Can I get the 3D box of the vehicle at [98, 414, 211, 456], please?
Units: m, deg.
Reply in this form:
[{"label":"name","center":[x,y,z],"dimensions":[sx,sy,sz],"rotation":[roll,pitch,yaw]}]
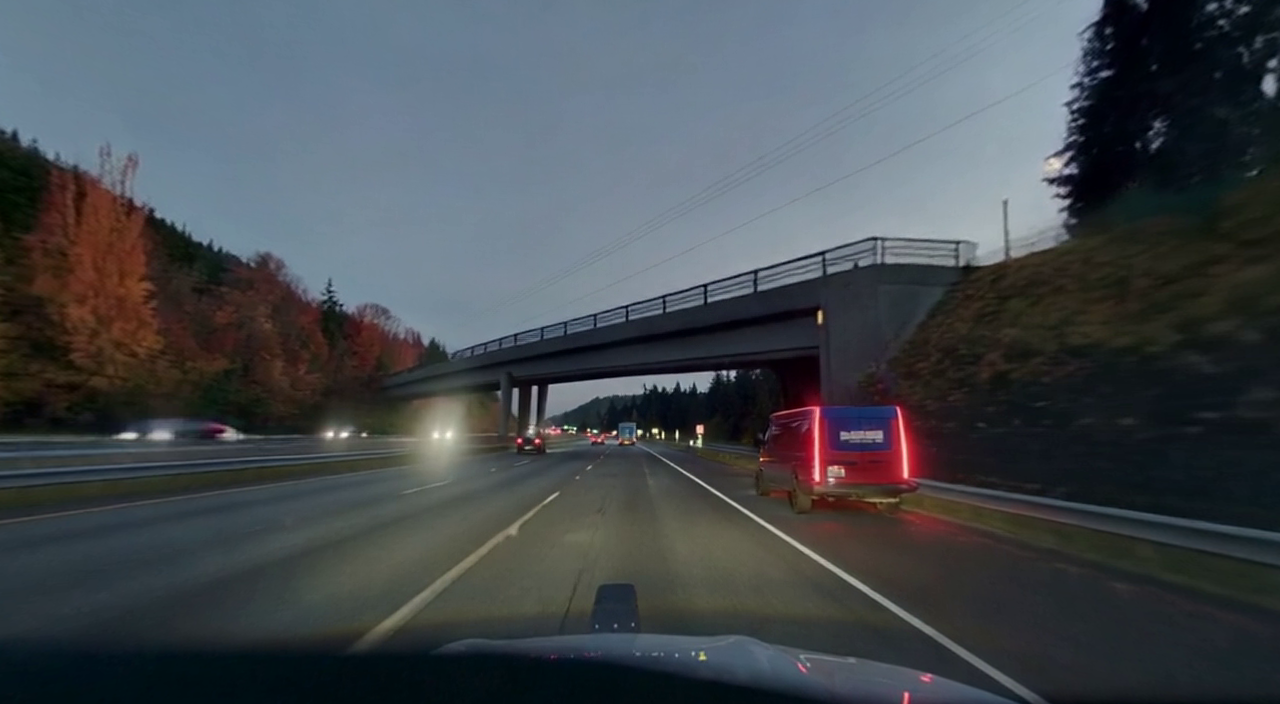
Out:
[{"label":"vehicle","center":[-21.169,3.651,27.643],"dimensions":[1.782,1.672,3.949],"rotation":[0,-8,-1]}]
